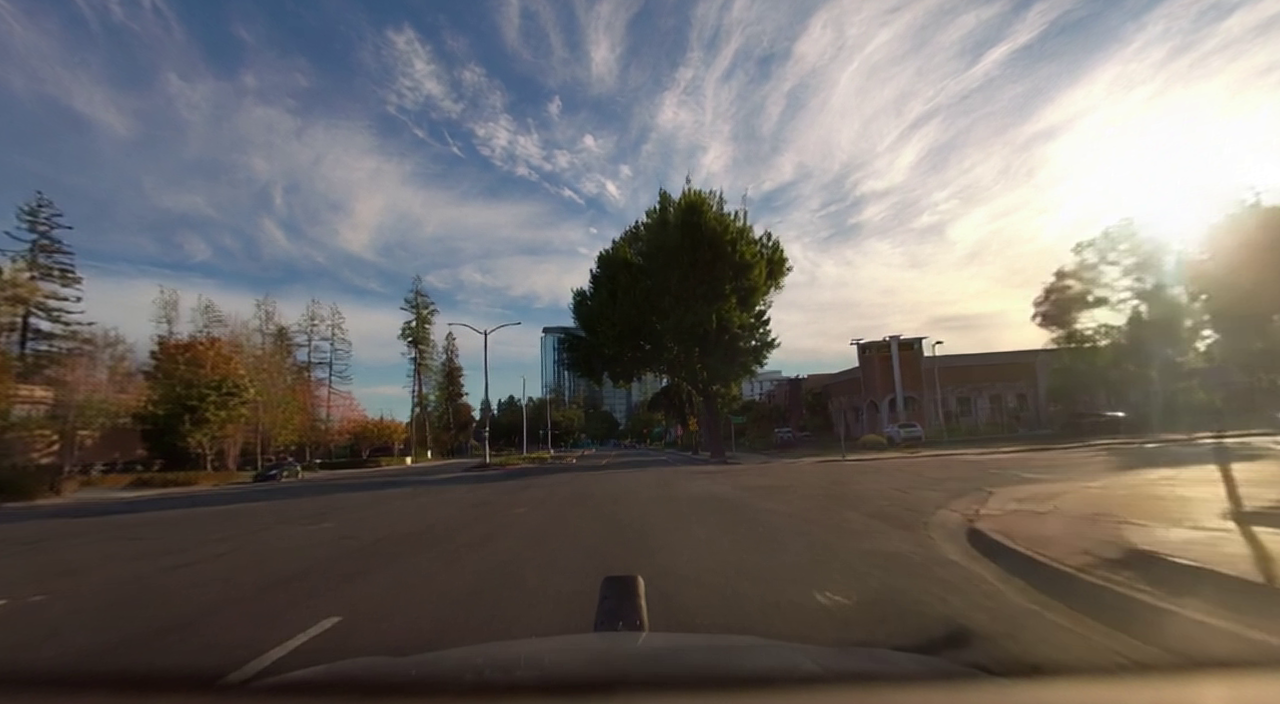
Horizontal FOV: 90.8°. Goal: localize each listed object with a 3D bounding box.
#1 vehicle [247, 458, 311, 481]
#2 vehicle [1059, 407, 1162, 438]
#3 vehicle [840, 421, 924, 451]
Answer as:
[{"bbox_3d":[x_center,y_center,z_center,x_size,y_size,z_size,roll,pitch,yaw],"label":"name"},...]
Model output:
[{"bbox_3d":[-26.038,8.504,45.797,1.828,1.448,4.689,-1,-8,1],"label":"vehicle"},{"bbox_3d":[29.990,4.523,40.352,4.934,1.910,2.165,0,-7,-3],"label":"vehicle"},{"bbox_3d":[15.076,5.264,39.461,4.268,1.589,2.156,-2,-9,-6],"label":"vehicle"}]
